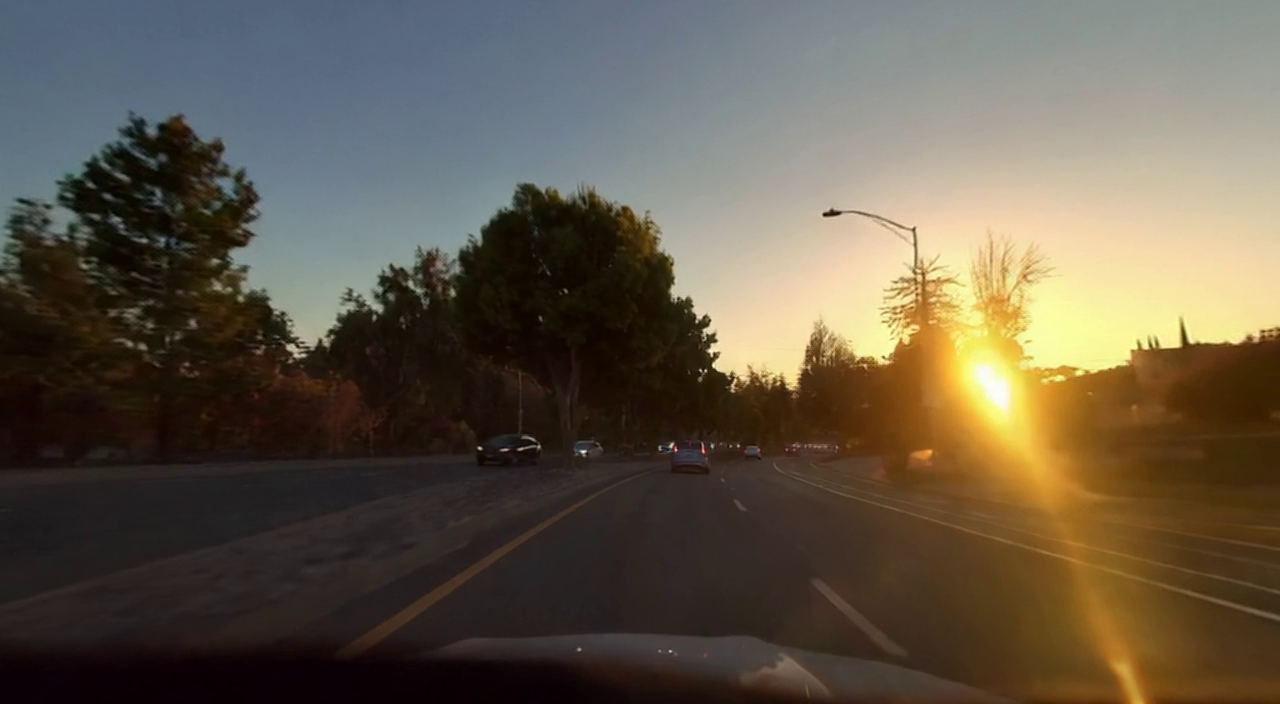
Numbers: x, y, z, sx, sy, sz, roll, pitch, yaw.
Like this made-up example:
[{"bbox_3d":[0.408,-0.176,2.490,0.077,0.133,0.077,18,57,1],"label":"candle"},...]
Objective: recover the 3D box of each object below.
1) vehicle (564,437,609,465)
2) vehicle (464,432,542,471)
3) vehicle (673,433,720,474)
[{"bbox_3d":[-3.729,6.955,44.290,1.975,1.853,4.600,-2,-9,11],"label":"vehicle"},{"bbox_3d":[-6.844,5.068,32.056,2.331,1.838,4.865,-2,-9,8],"label":"vehicle"},{"bbox_3d":[3.136,5.473,33.967,2.072,2.002,4.391,-2,-9,10],"label":"vehicle"}]
